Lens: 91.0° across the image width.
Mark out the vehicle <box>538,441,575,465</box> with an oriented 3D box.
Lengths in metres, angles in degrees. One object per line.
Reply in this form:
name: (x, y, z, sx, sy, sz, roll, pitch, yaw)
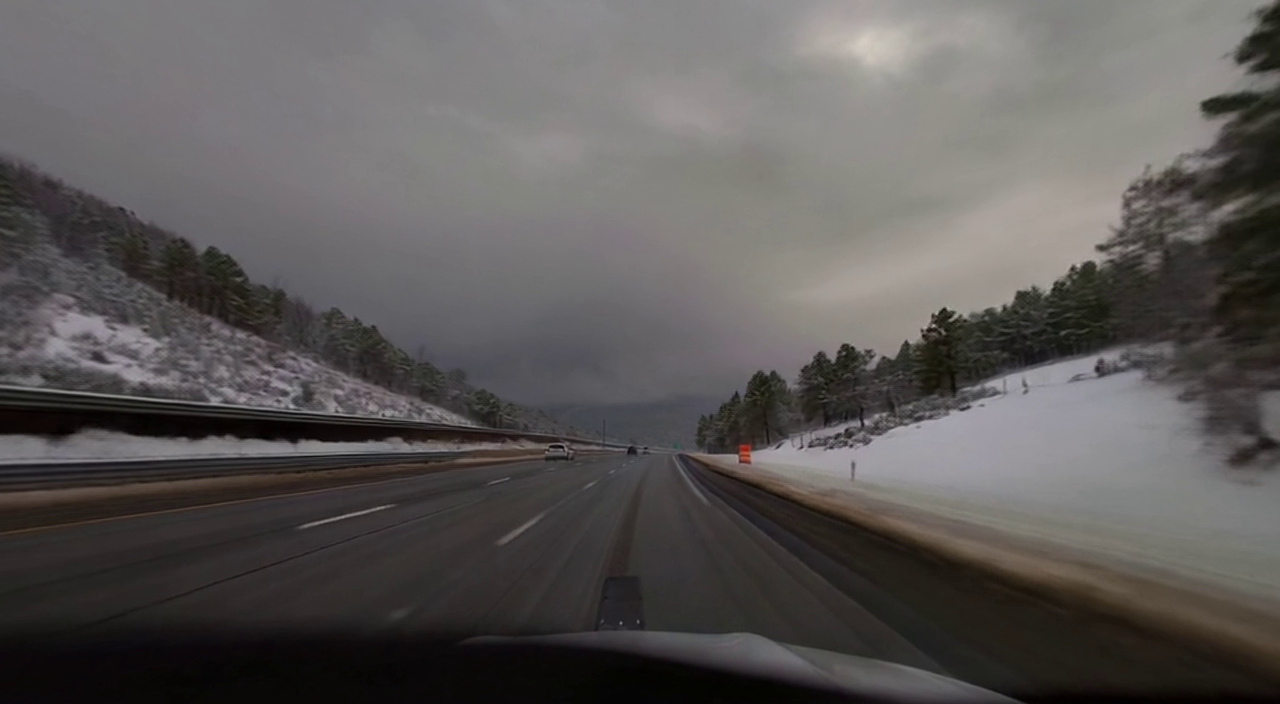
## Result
vehicle: (-6.013, 7.350, 45.891, 2.042, 1.585, 4.162, 0, -9, 2)
